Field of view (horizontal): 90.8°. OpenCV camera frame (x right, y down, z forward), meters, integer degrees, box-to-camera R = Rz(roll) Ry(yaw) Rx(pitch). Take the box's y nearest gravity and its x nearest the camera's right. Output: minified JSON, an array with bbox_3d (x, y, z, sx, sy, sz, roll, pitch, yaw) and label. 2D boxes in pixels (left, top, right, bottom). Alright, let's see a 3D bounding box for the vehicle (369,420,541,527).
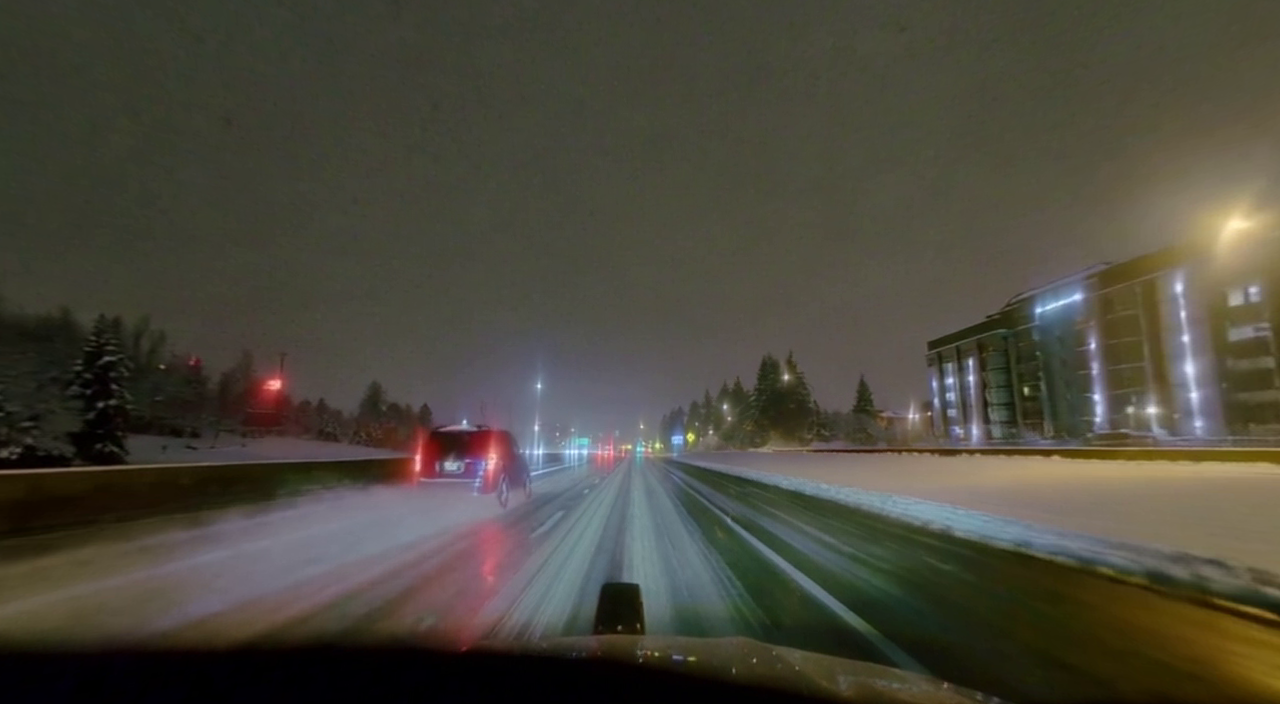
[{"bbox_3d":[-3.586,2.467,13.425,2.145,1.828,4.867,0,-9,0],"label":"vehicle"}]
